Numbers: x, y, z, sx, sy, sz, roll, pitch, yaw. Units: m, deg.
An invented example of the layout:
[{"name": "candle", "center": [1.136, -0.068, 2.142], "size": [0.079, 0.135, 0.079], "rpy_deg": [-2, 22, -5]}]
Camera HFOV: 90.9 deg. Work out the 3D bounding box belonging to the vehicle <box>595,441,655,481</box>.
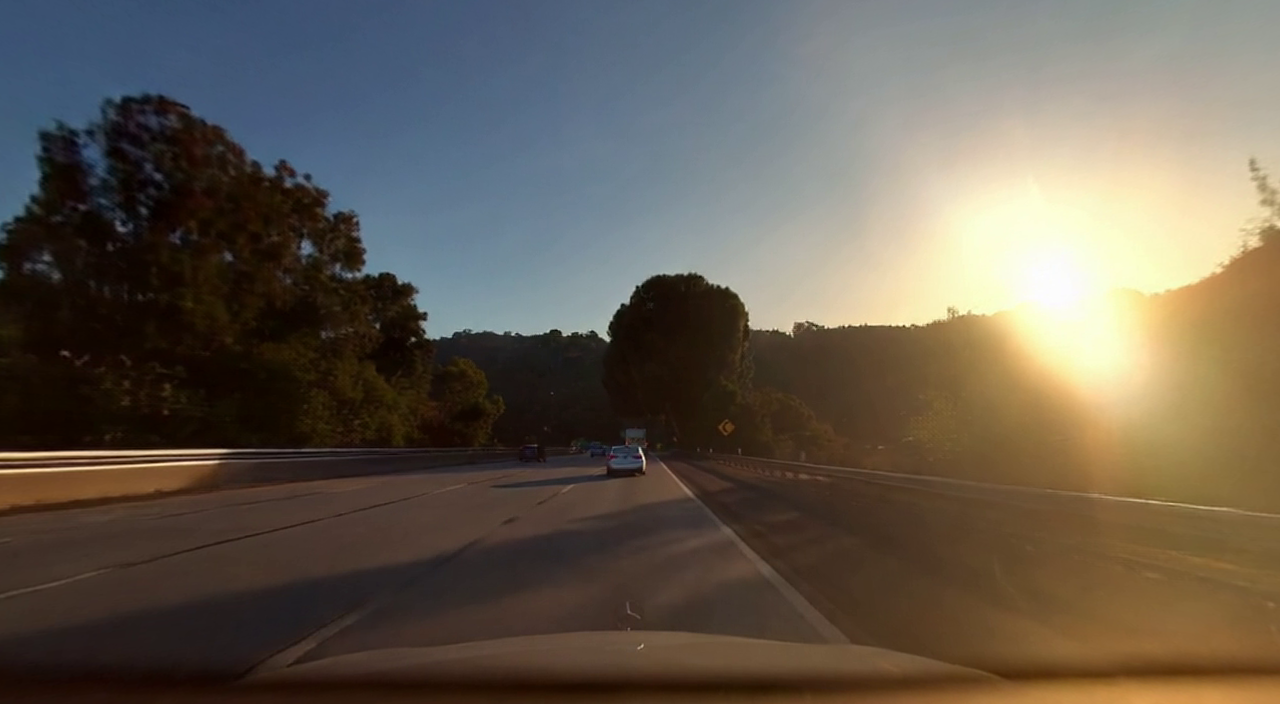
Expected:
[{"name": "vehicle", "center": [-0.559, 4.344, 25.322], "size": [2.238, 1.479, 3.672], "rpy_deg": [0, -9, 0]}]
